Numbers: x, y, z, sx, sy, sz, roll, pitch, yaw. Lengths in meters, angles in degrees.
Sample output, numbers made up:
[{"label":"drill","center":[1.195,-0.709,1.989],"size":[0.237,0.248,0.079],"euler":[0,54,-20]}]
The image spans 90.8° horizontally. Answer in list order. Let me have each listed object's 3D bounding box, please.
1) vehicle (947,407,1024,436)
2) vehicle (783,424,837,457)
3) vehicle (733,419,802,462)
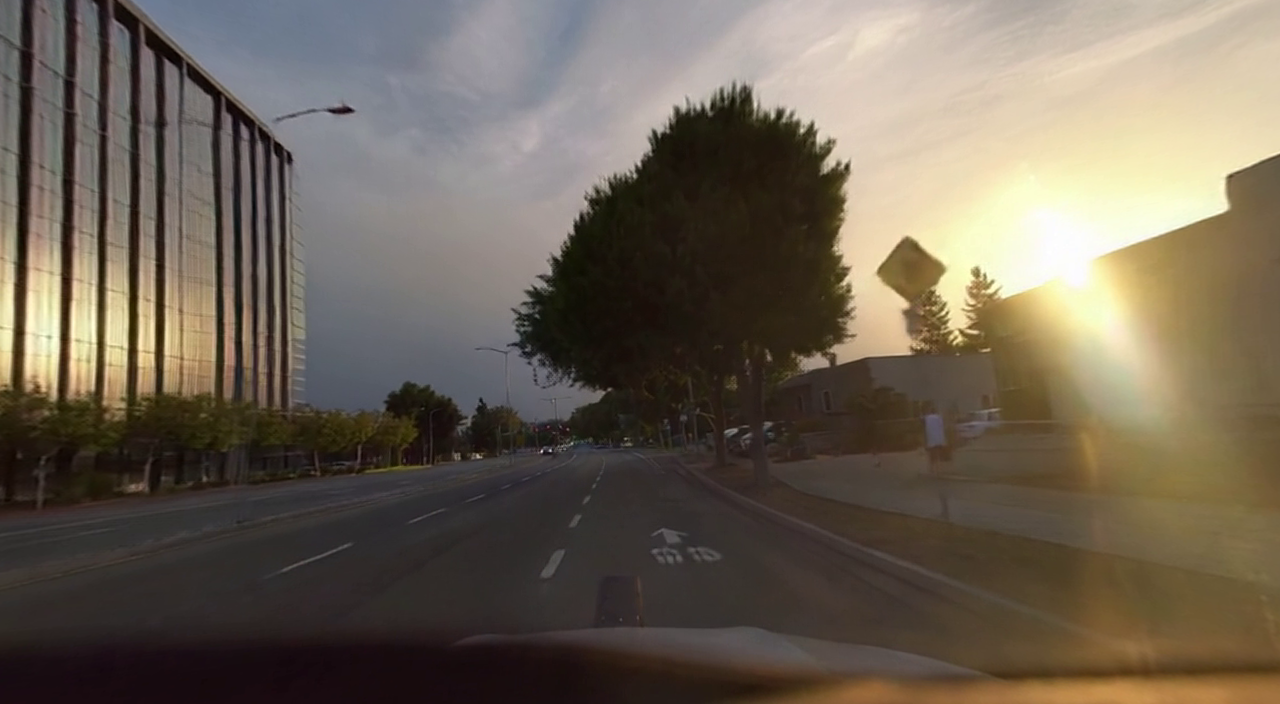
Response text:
[{"label":"vehicle","center":[19.521,3.998,35.930],"size":[1.890,1.492,4.494],"euler":[0,-8,1]},{"label":"vehicle","center":[8.491,4.462,31.806],"size":[1.842,1.535,3.638],"euler":[-1,-8,3]},{"label":"vehicle","center":[6.157,4.392,31.176],"size":[2.160,1.944,5.086],"euler":[0,-8,-2]}]
